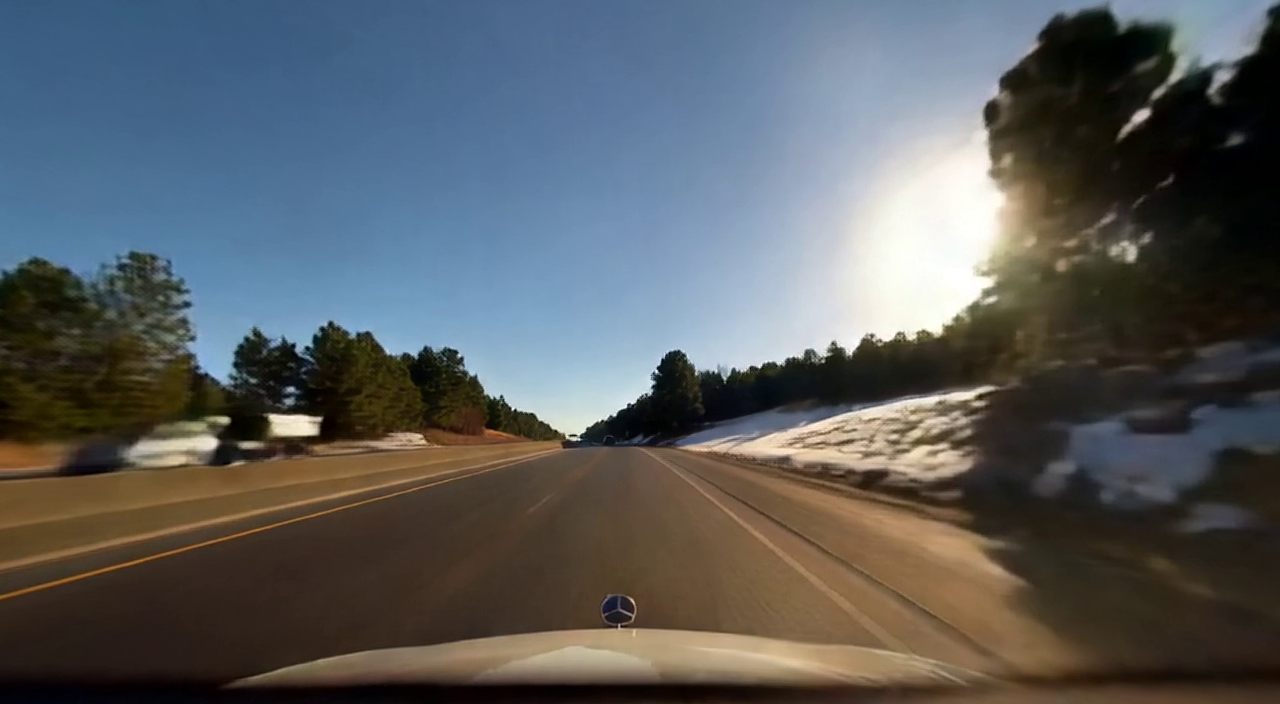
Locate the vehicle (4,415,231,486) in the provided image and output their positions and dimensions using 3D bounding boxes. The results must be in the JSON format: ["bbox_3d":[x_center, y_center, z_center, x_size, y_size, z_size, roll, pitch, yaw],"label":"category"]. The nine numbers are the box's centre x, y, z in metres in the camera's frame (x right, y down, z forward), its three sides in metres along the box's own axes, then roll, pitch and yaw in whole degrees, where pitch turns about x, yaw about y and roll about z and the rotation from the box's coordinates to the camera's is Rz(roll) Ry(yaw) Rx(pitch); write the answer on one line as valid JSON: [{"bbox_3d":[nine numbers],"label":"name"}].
[{"bbox_3d":[-14.508,2.757,17.978,2.449,1.764,4.695,0,-8,-1],"label":"vehicle"}]

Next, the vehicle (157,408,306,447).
[{"bbox_3d":[-14.618,2.802,22.981,2.098,1.266,5.061,0,-8,0],"label":"vehicle"}]
